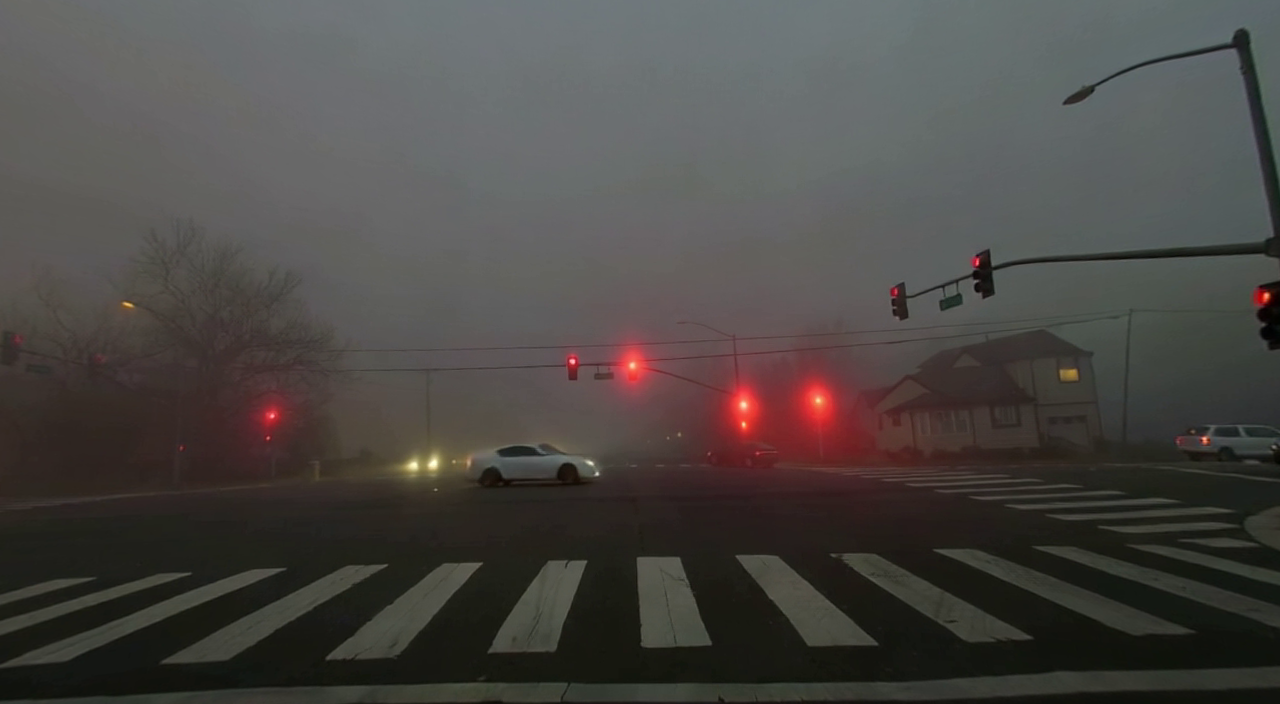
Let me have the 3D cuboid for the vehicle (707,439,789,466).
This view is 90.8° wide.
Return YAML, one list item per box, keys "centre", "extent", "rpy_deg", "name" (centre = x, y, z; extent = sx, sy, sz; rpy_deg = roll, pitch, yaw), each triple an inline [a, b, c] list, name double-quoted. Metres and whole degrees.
- centre: [6.659, 6.261, 39.422]
  extent: [1.932, 1.539, 4.873]
  rpy_deg: [7, -12, -42]
  name: "vehicle"

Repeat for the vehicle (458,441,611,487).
- centre: [-3.439, 3.766, 21.394]
  extent: [4.823, 1.449, 2.017]
  rpy_deg: [0, -9, 0]
  name: "vehicle"

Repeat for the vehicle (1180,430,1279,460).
- centre: [31.306, 4.887, 33.039]
  extent: [4.318, 1.488, 1.870]
  rpy_deg: [0, -9, -1]
  name: "vehicle"
